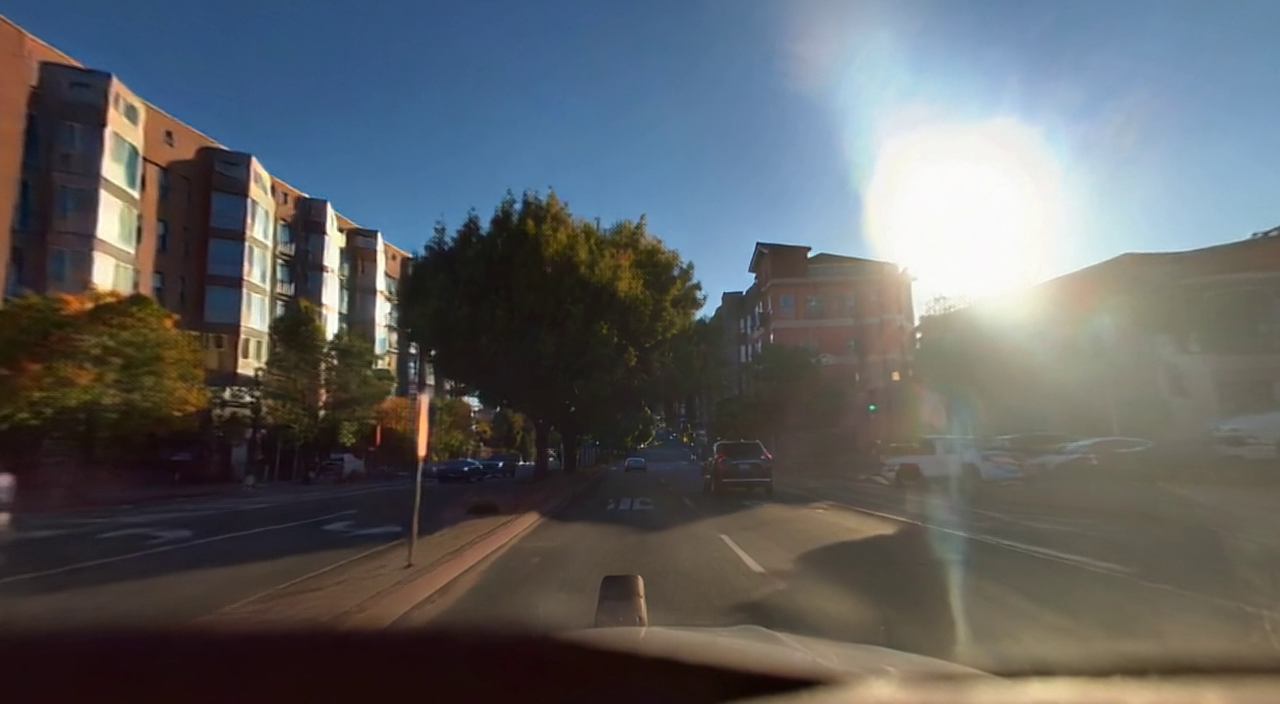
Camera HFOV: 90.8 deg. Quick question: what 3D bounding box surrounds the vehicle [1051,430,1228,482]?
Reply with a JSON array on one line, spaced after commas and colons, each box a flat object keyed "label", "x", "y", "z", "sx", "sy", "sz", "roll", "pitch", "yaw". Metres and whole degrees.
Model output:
[{"label": "vehicle", "x": 16.956, "y": 3.527, "z": 21.575, "sx": 4.612, "sy": 1.632, "sz": 1.858, "roll": 1, "pitch": -8, "yaw": -6}]

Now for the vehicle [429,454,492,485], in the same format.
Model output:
[{"label": "vehicle", "x": -9.343, "y": 6.141, "z": 33.291, "sx": 1.905, "sy": 1.451, "sz": 4.425, "roll": 0, "pitch": -8, "yaw": 2}]

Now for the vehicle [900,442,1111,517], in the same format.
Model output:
[{"label": "vehicle", "x": 8.634, "y": 3.001, "z": 15.648, "sx": 1.940, "sy": 1.512, "sz": 5.129, "roll": 0, "pitch": -8, "yaw": -3}]

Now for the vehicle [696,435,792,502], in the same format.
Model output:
[{"label": "vehicle", "x": 3.155, "y": 3.638, "z": 20.243, "sx": 2.129, "sy": 1.844, "sz": 4.767, "roll": 0, "pitch": -8, "yaw": -2}]

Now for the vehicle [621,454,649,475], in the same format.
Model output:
[{"label": "vehicle", "x": -0.460, "y": 8.728, "z": 49.304, "sx": 2.059, "sy": 1.492, "sz": 4.033, "roll": 0, "pitch": -8, "yaw": -2}]

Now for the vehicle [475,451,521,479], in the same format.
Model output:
[{"label": "vehicle", "x": -9.533, "y": 7.584, "z": 42.760, "sx": 1.939, "sy": 1.744, "sz": 5.079, "roll": 0, "pitch": -8, "yaw": 0}]
